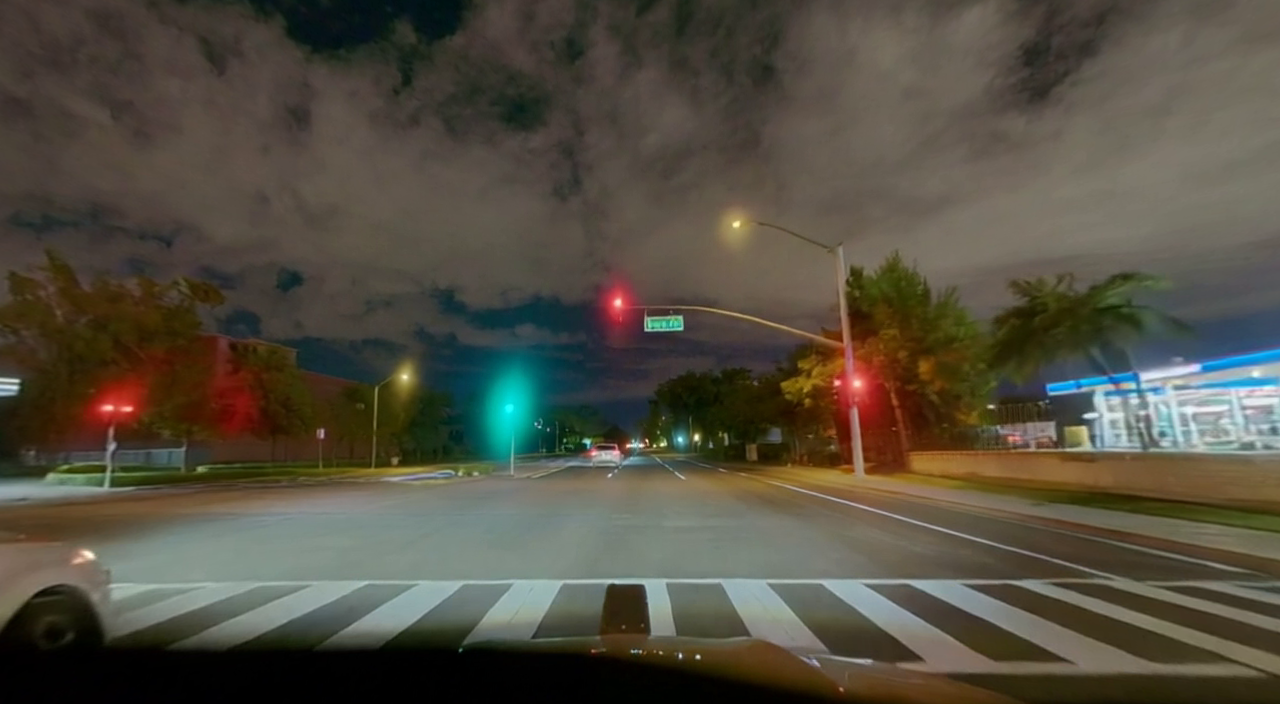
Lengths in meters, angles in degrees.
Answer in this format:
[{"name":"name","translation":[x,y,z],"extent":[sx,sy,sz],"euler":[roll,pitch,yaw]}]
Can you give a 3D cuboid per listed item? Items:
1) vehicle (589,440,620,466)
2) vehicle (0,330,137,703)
[{"name":"vehicle","translation":[-2.487,7.210,45.087],"extent":[2.011,1.756,4.478],"euler":[0,-9,0]},{"name":"vehicle","translation":[-3.315,0.557,0.941],"extent":[1.751,1.693,3.998],"euler":[0,-9,0]}]
